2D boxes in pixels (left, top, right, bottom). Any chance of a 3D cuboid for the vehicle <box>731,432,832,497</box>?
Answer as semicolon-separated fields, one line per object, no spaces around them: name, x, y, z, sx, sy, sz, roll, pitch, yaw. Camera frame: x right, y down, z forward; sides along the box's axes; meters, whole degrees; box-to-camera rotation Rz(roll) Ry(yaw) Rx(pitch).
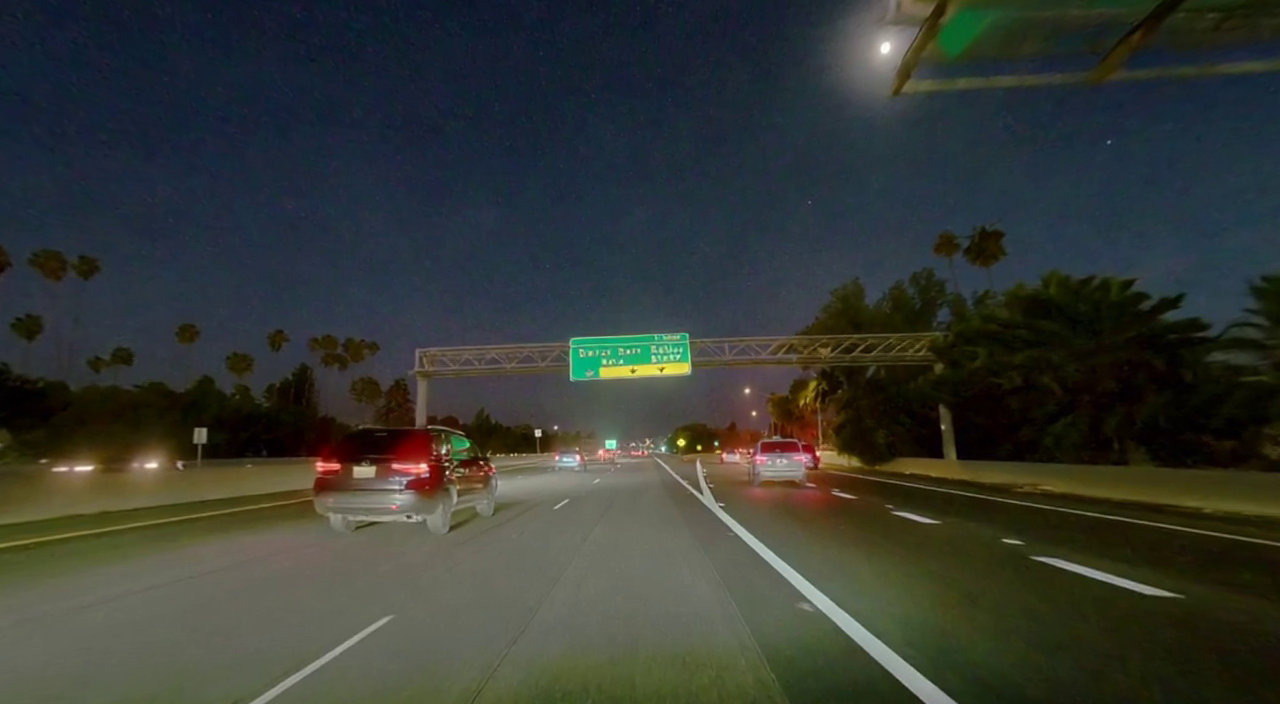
vehicle;4.342;3.539;20.262;2.303;1.791;5.247;-1;-9;3

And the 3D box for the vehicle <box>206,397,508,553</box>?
vehicle;-4.175;1.990;10.906;2.420;1.937;5.916;0;-9;1

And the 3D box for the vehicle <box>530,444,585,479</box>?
vehicle;-3.925;5.303;30.810;2.052;1.545;4.470;0;-9;1
